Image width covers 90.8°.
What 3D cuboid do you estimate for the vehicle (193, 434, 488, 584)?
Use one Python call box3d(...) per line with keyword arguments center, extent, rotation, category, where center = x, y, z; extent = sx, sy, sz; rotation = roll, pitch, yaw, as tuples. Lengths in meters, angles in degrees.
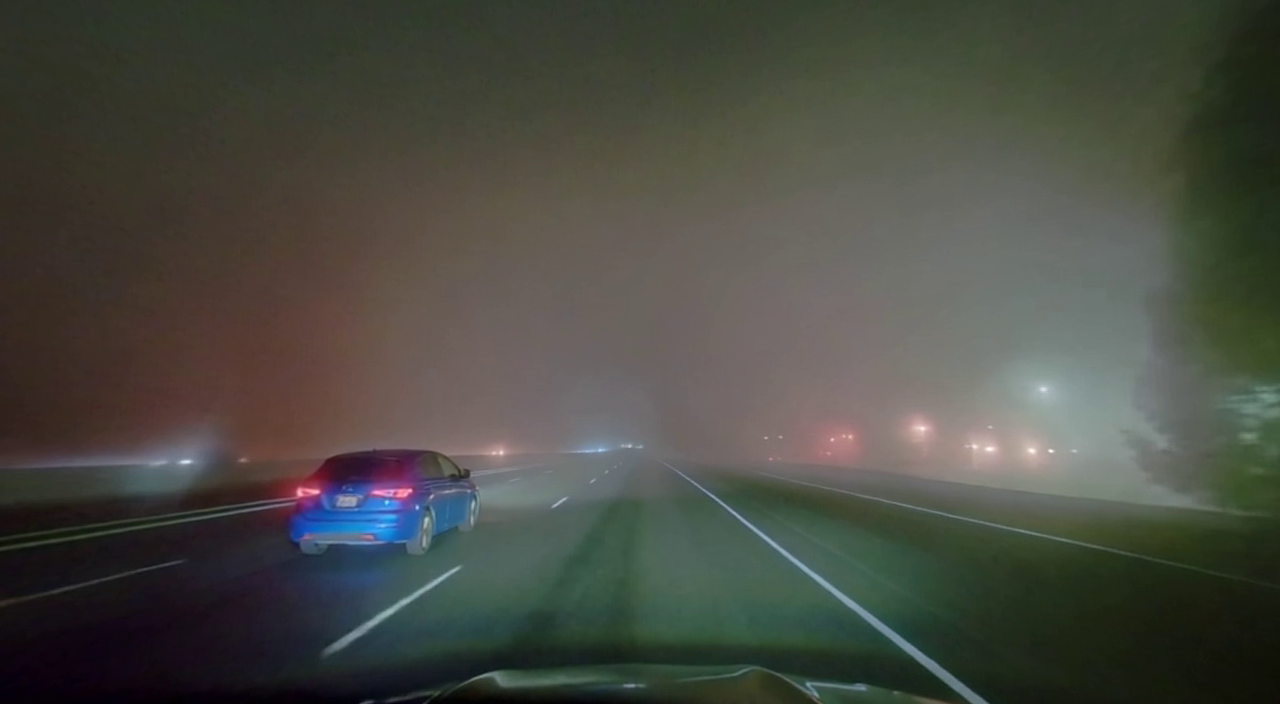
box3d(center=(-3.452, 1.860, 8.242), extent=(1.935, 1.479, 3.787), rotation=(0, -9, 1), category="vehicle")
